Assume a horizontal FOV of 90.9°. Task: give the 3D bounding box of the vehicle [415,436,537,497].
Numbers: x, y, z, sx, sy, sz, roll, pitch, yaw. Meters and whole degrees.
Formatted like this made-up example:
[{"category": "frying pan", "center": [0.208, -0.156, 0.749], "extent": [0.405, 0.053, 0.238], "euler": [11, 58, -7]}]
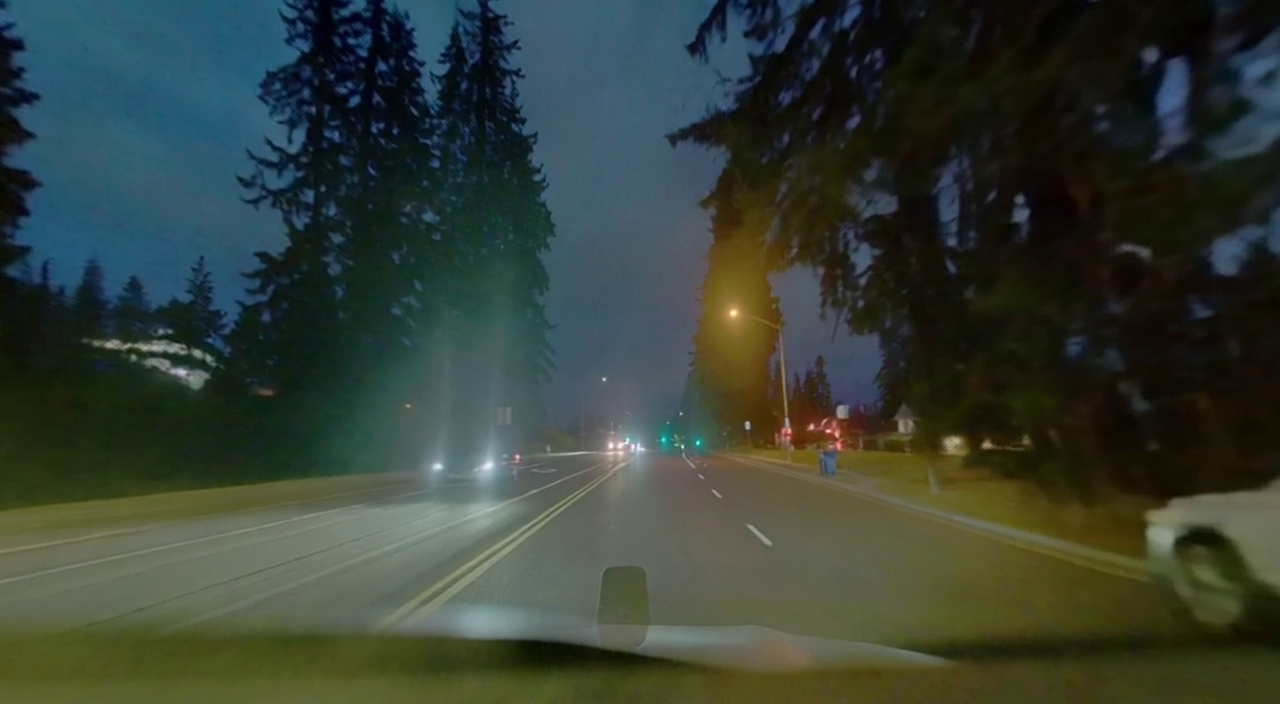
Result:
[{"category": "vehicle", "center": [-4.565, 3.265, 18.361], "extent": [2.192, 1.533, 4.341], "euler": [0, -8, 3]}]
